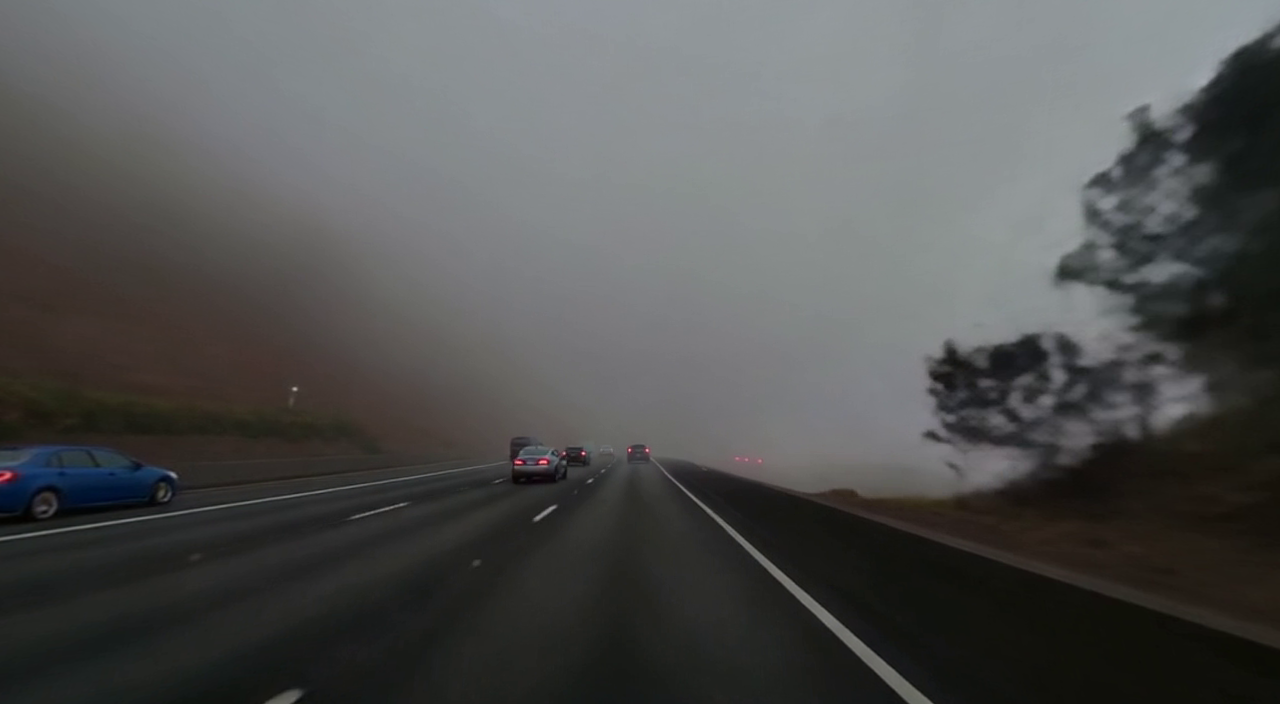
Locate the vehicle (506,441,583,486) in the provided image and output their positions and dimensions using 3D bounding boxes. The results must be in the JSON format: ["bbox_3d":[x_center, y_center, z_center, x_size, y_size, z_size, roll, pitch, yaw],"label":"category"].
[{"bbox_3d":[-3.432,4.119,23.732,2.080,1.505,4.649,0,-8,1],"label":"vehicle"}]

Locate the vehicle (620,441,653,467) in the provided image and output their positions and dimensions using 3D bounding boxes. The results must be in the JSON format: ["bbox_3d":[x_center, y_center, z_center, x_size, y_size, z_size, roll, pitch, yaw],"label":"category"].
[{"bbox_3d":[-0.252,7.025,43.526,2.138,1.674,4.044,0,-8,-1],"label":"vehicle"}]

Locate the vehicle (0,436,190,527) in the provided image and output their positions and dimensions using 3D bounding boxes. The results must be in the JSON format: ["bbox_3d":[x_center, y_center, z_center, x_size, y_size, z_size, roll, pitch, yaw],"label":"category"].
[{"bbox_3d":[-11.410,2.373,12.043,1.945,1.466,4.947,0,-8,1],"label":"vehicle"}]
